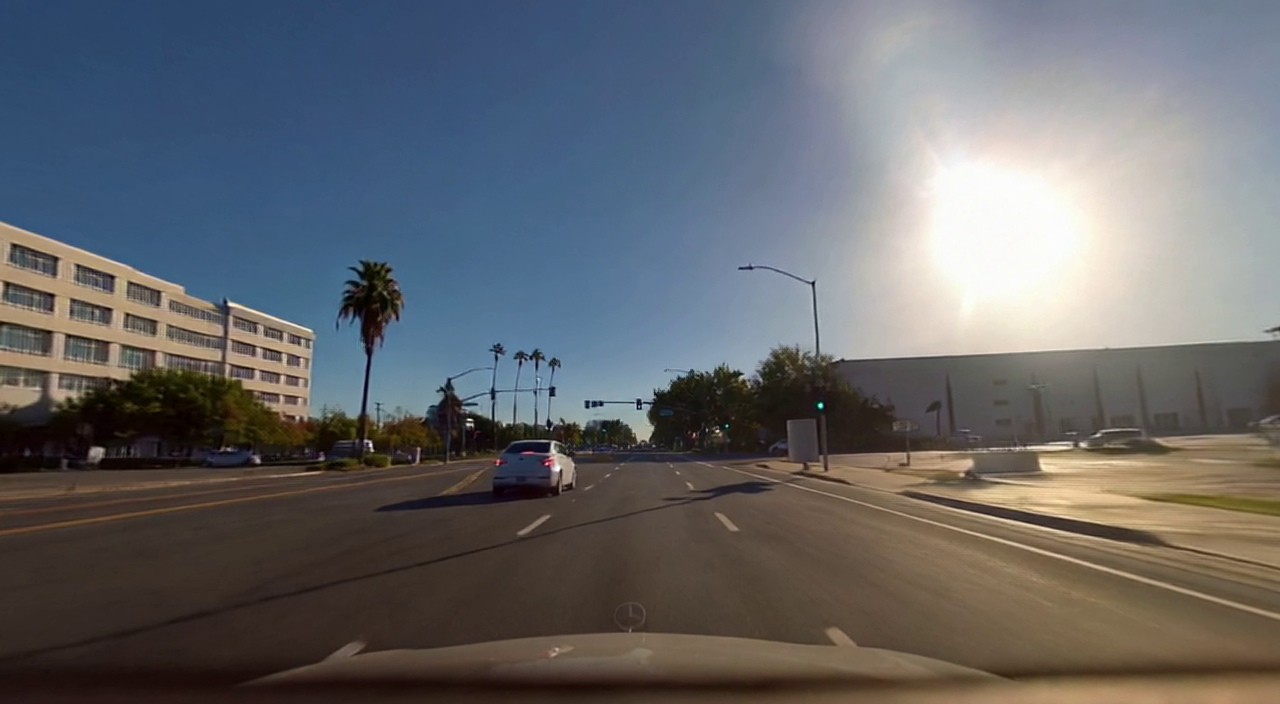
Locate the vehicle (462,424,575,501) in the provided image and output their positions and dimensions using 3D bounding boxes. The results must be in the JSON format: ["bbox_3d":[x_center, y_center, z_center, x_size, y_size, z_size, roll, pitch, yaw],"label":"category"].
[{"bbox_3d":[-3.050,2.898,16.900,2.011,1.756,4.478,0,-9,2],"label":"vehicle"}]
